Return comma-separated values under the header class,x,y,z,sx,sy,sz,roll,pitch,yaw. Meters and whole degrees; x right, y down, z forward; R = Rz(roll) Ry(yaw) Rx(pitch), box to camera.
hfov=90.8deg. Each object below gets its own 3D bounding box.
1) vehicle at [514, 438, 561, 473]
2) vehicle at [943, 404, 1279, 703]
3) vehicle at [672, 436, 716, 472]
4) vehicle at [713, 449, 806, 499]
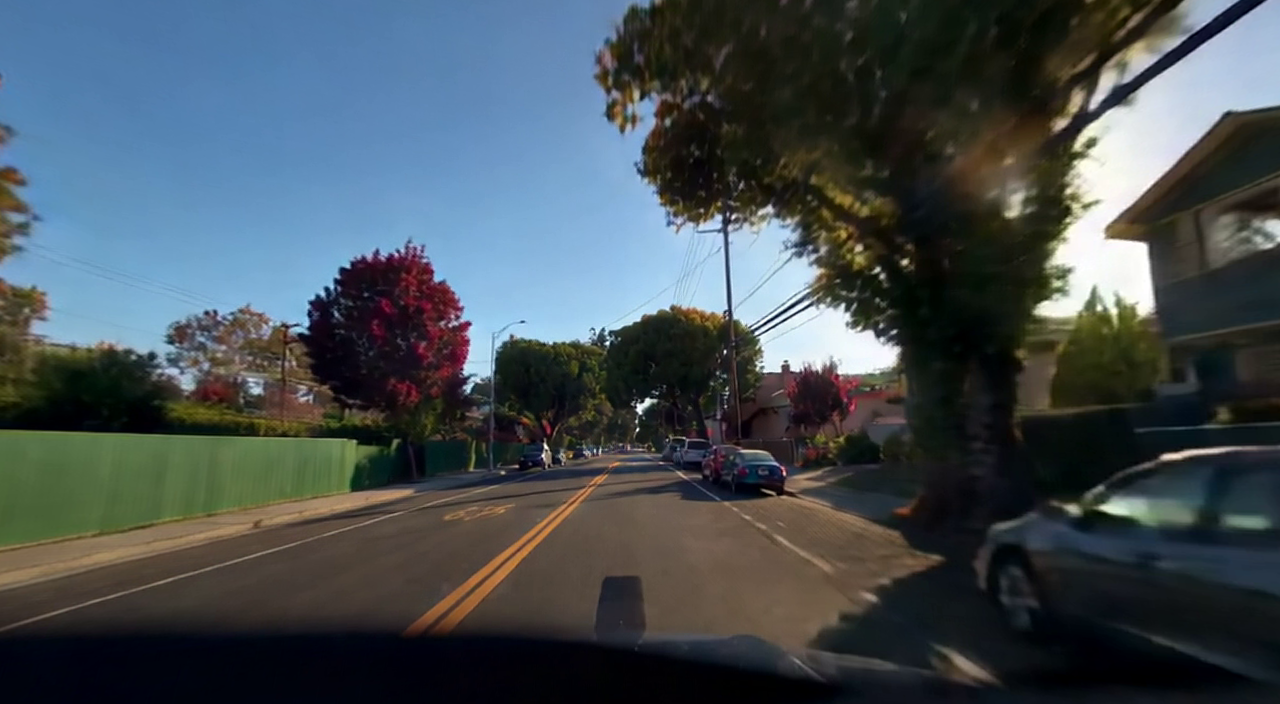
class,x,y,z,sx,sy,sz,roll,pitch,yaw
vehicle,-6.805,6.888,42.491,2.268,2.154,5.321,0,-8,0
vehicle,3.544,1.016,2.815,2.029,1.513,4.577,0,-9,-1
vehicle,3.175,6.188,38.392,2.053,2.005,5.495,0,-9,-1
vehicle,3.515,3.648,19.365,1.984,1.342,4.066,0,-9,-1
